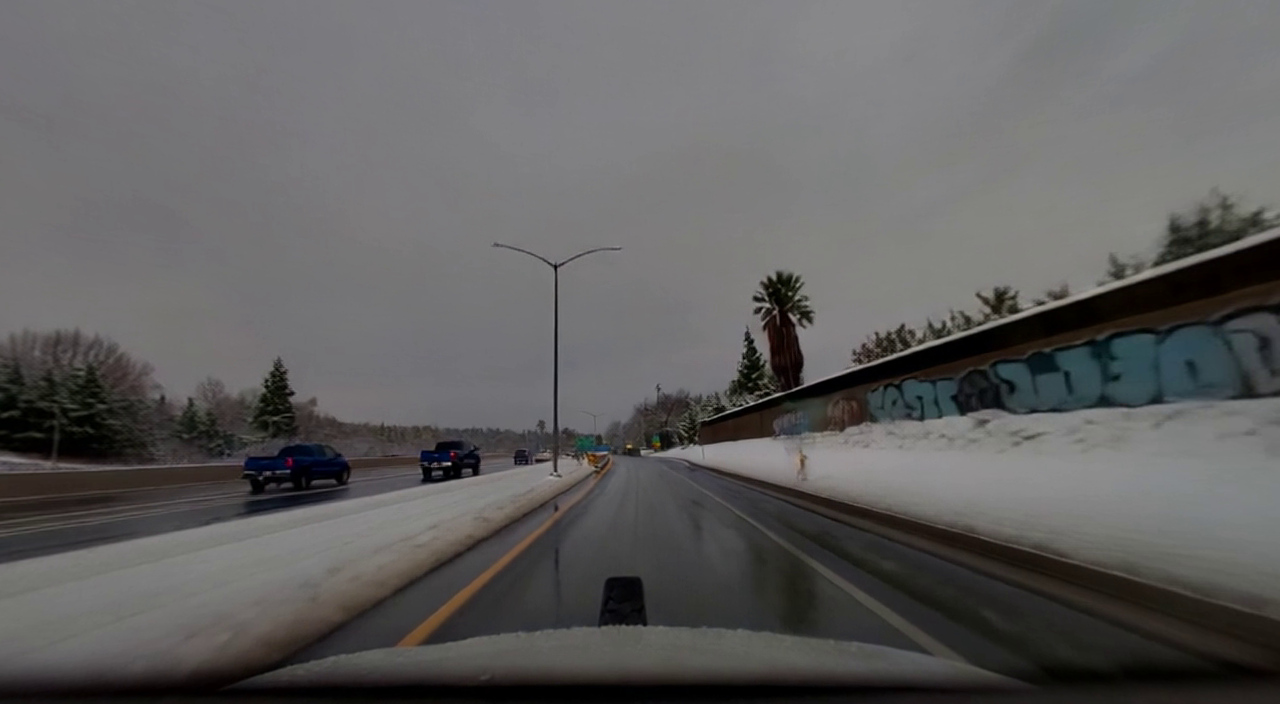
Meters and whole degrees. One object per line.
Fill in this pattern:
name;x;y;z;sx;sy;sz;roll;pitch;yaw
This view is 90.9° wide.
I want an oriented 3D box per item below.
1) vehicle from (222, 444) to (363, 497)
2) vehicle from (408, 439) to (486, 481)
vehicle;-13.846;4.702;25.725;2.272;1.882;5.941;0;-9;1
vehicle;-10.057;5.682;33.471;2.342;1.999;5.594;0;-9;0
